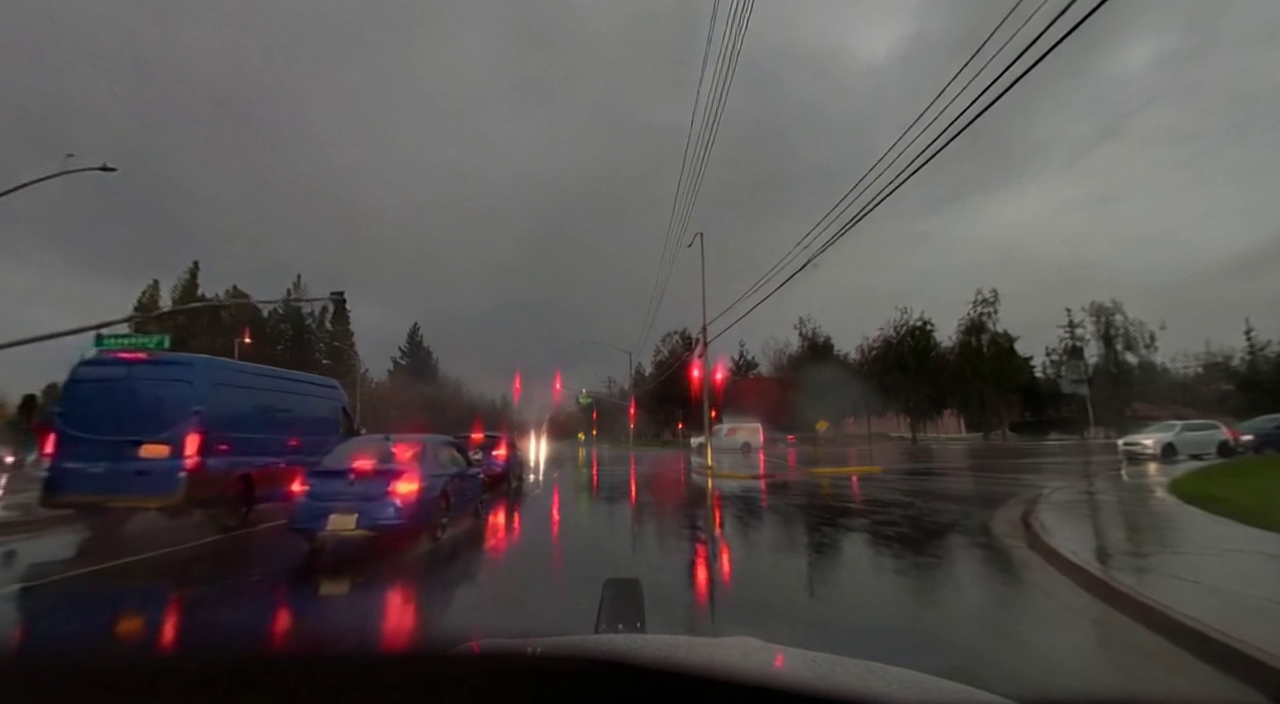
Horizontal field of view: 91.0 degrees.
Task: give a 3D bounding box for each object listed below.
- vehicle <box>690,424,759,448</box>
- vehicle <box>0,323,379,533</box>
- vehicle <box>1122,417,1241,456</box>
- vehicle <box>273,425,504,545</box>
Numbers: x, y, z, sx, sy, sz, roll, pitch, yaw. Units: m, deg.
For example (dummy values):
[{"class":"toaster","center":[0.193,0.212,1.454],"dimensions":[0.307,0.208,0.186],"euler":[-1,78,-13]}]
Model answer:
[{"class":"vehicle","center":[6.174,6.195,46.129],"dimensions":[4.884,1.714,2.021],"euler":[-1,-9,8]},{"class":"vehicle","center":[-7.643,1.542,12.097],"dimensions":[2.461,2.889,6.776],"euler":[0,-9,-2]},{"class":"vehicle","center":[22.244,3.509,25.913],"dimensions":[3.718,1.480,1.981],"euler":[3,-9,-19]},{"class":"vehicle","center":[-3.646,2.020,10.236],"dimensions":[2.019,1.485,4.565],"euler":[1,-9,-2]}]
